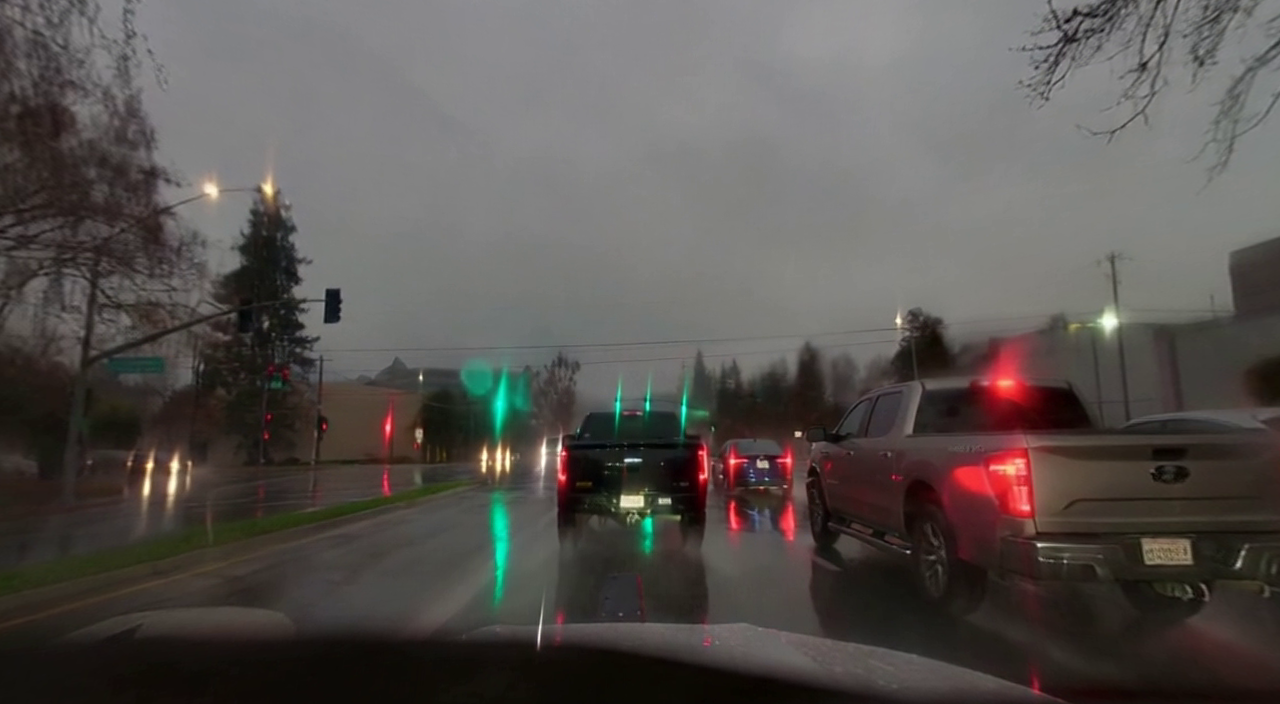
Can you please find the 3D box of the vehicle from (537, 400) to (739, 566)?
[{"bbox_3d":[-0.087,1.826,9.593,2.240,1.821,5.001,0,-9,-2],"label":"vehicle"}]

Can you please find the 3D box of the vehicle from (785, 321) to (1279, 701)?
[{"bbox_3d":[3.324,1.218,6.150,2.412,1.953,5.682,0,-9,-1],"label":"vehicle"}]

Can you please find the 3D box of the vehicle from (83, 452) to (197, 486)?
[{"bbox_3d":[-26.528,6.186,33.725,4.437,1.669,1.936,5,-10,-30],"label":"vehicle"}]
